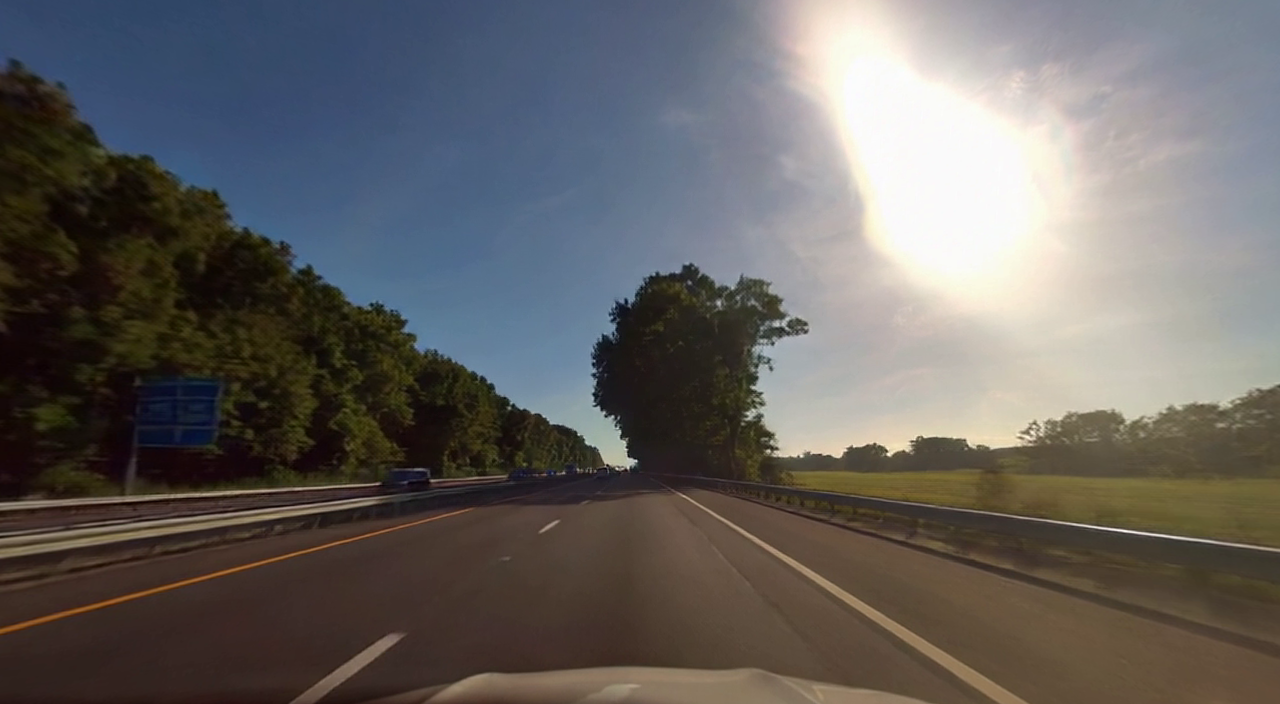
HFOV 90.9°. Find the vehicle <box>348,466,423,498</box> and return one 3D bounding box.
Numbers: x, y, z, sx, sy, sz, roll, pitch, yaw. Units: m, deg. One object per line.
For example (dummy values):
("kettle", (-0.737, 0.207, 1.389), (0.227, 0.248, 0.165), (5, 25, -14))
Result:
("vehicle", (-13.053, 6.672, 32.642), (2.034, 1.490, 4.226), (1, -11, 0))
